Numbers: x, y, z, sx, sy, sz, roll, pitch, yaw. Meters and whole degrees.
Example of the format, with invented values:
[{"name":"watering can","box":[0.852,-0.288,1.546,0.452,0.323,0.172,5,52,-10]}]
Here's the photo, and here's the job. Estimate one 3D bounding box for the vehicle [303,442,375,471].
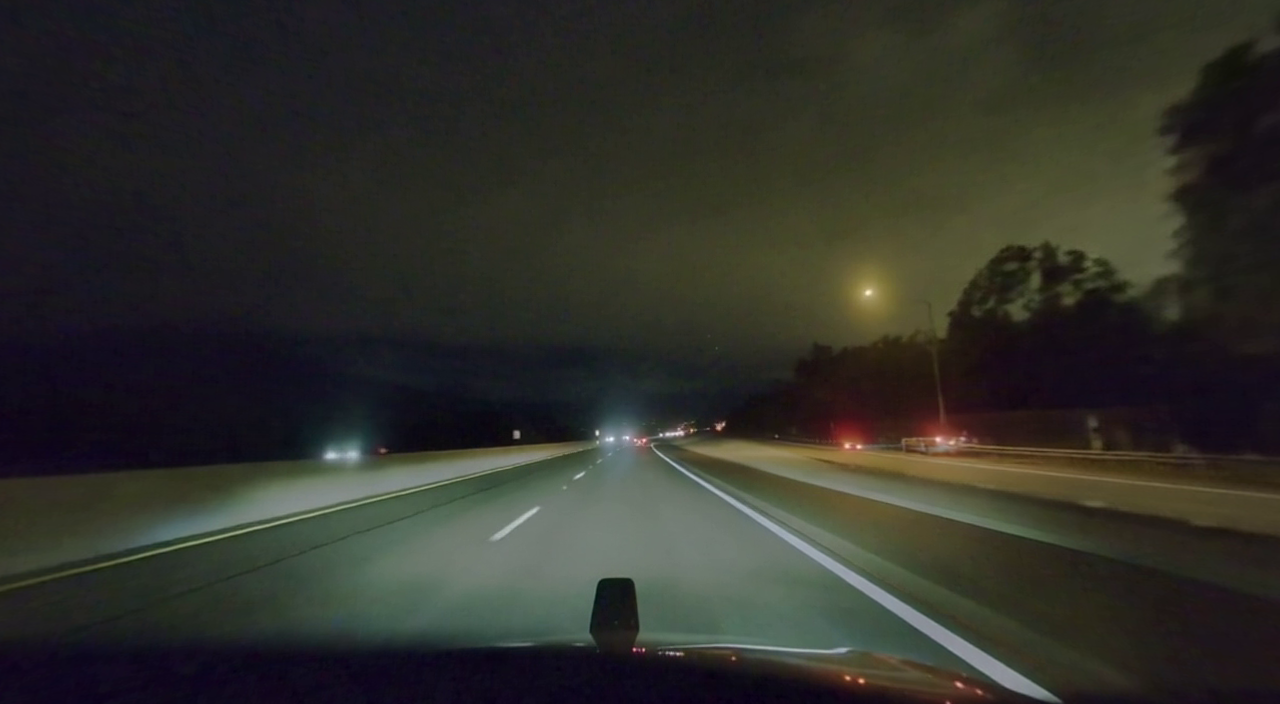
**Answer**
[{"name":"vehicle","box":[-16.657,5.759,35.066,1.858,1.464,4.410,0,-8,0]}]
